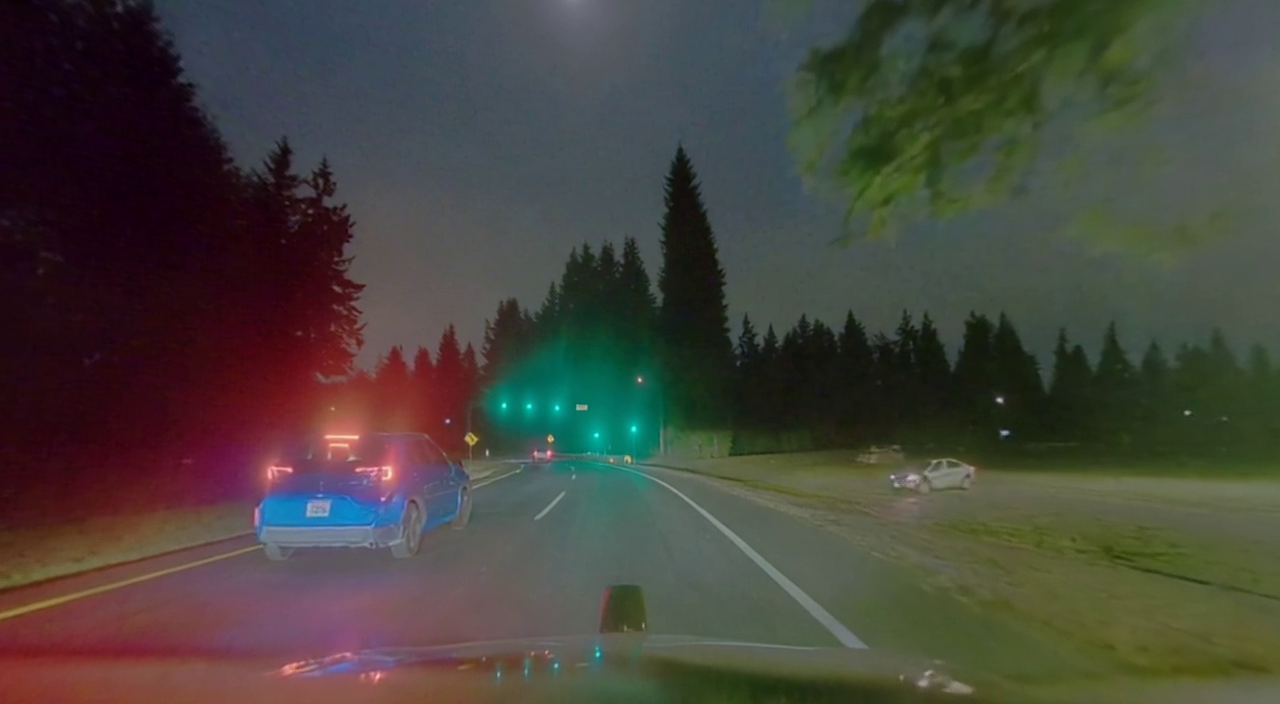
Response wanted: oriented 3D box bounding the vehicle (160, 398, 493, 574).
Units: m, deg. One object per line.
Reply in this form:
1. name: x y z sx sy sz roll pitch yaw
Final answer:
1. vehicle: -3.921 1.790 9.258 2.336 1.857 4.986 0 -8 0
